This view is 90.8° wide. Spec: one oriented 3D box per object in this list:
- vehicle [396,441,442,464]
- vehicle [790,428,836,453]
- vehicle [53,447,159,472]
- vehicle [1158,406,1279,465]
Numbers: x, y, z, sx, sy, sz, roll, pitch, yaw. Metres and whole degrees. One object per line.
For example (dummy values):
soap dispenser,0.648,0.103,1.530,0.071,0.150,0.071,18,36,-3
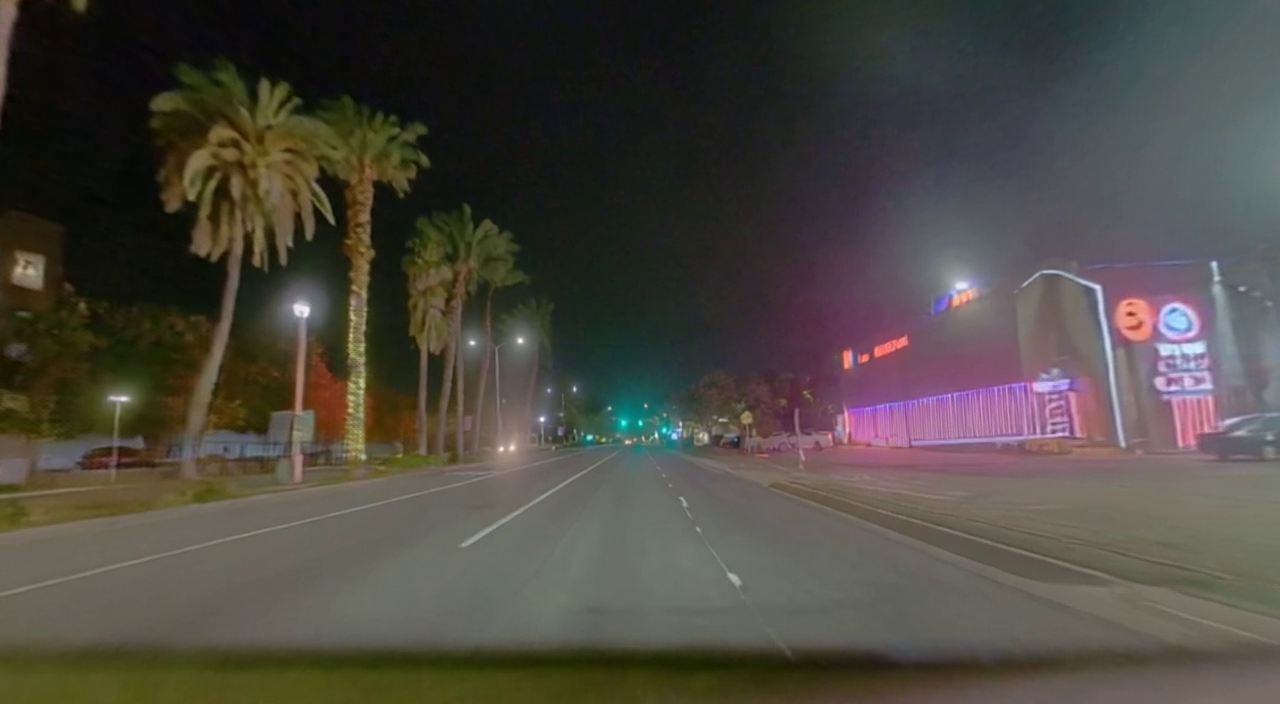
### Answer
vehicle,-16.868,7.679,48.417,1.876,1.460,4.483,-3,-7,2
vehicle,12.331,6.362,45.342,1.909,1.686,4.670,0,-9,-1
vehicle,-37.281,7.507,44.281,5.410,1.633,2.366,7,-11,-39
vehicle,19.382,2.560,19.689,4.552,1.649,2.187,-2,-9,-3
